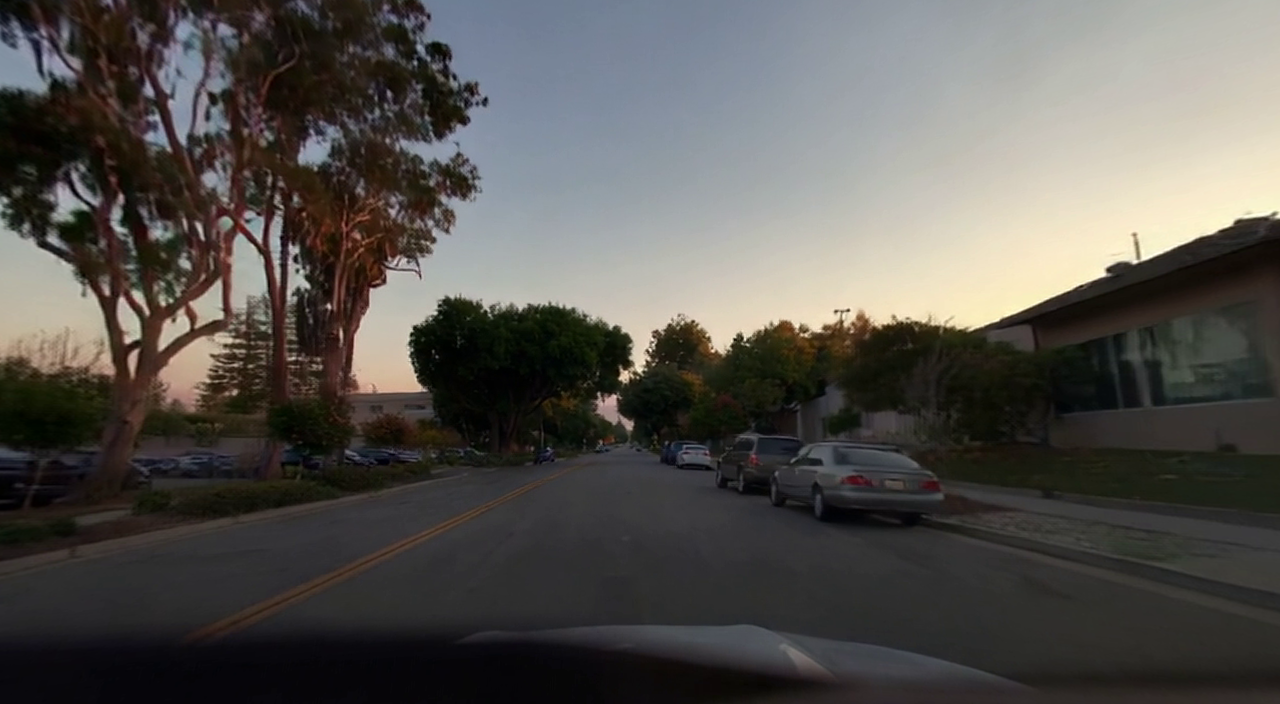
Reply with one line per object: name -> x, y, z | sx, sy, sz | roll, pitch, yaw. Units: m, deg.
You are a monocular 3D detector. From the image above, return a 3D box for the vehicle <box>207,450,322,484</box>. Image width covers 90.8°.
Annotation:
vehicle -> -17.500, 5.348, 29.503 | 4.491, 1.455, 1.959 | -3, -9, 16

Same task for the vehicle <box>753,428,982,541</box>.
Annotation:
vehicle -> 3.631, 2.211, 11.341 | 1.933, 1.528, 5.006 | 0, -8, -4

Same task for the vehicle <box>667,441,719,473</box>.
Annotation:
vehicle -> 2.660, 5.425, 32.961 | 1.952, 1.538, 5.215 | 0, -8, -4
